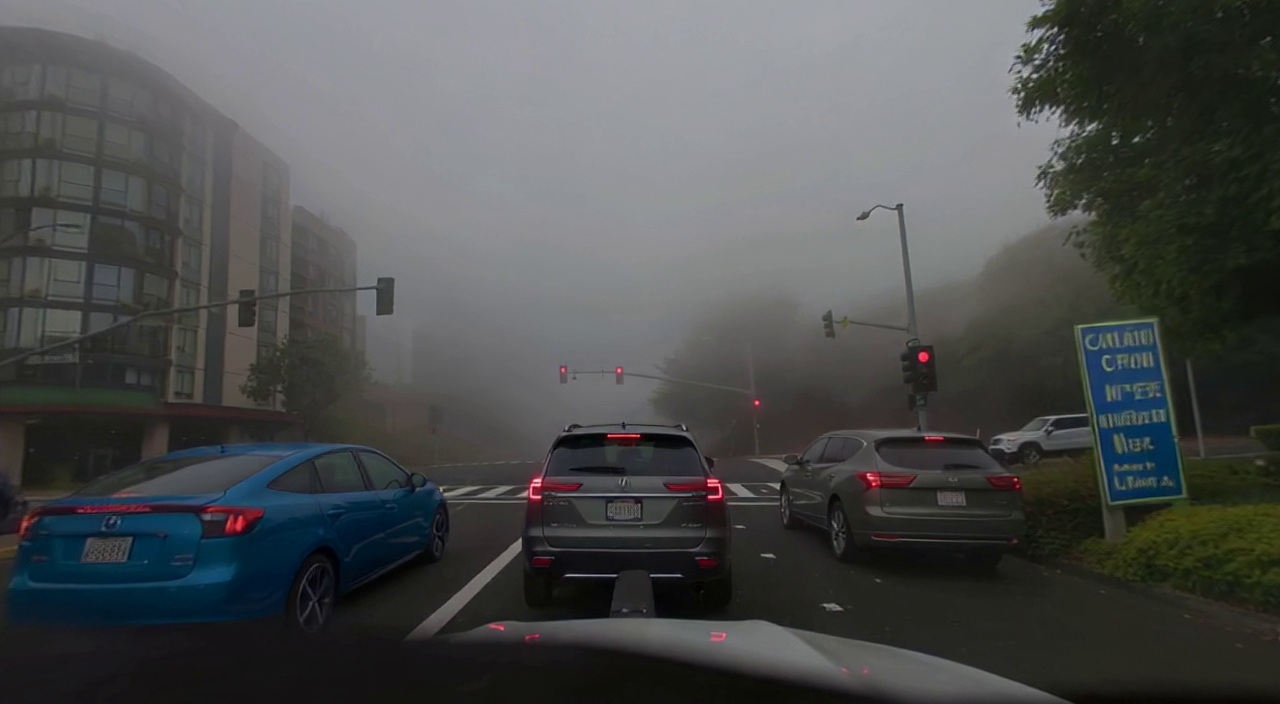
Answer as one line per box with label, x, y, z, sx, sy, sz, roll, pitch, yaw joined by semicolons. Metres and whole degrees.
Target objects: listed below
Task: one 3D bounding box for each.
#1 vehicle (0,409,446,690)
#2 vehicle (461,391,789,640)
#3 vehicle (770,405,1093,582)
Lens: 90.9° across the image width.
vehicle;-3.548;1.426;5.832;1.906;1.524;4.547;0;-8;2
vehicle;-0.114;1.415;6.444;2.195;1.662;4.262;0;-8;0
vehicle;3.219;1.669;8.260;2.004;1.646;4.554;0;-8;0
